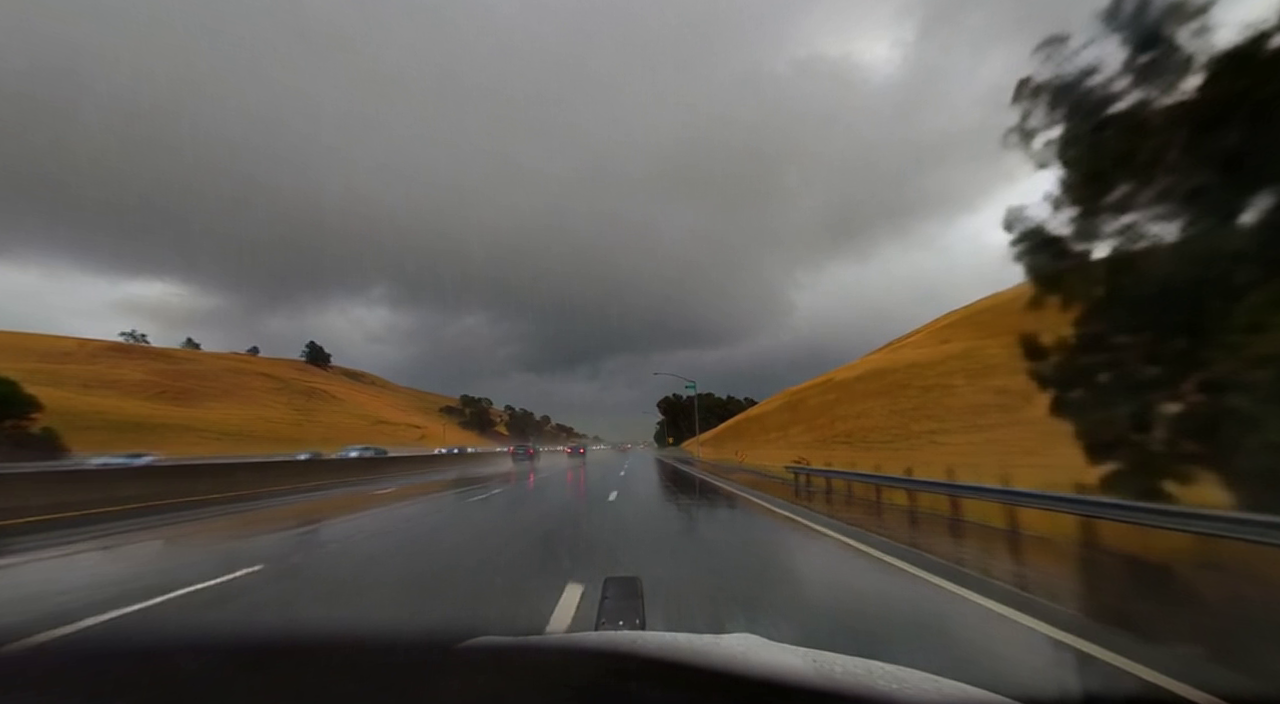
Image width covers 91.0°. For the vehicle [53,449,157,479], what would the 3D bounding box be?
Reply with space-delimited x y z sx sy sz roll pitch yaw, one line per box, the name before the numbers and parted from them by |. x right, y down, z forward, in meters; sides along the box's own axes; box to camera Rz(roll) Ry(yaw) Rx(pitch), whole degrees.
vehicle | -31.677 6.603 37.535 1.976 1.626 4.919 0 -9 -2
